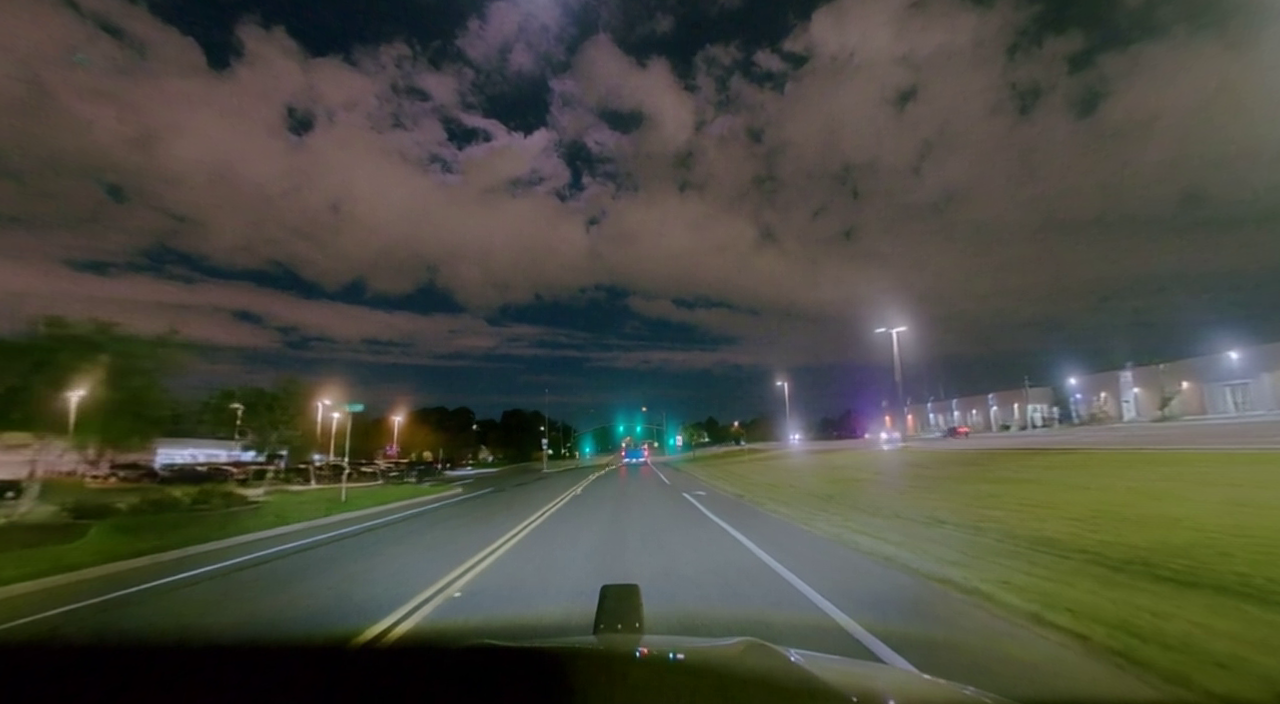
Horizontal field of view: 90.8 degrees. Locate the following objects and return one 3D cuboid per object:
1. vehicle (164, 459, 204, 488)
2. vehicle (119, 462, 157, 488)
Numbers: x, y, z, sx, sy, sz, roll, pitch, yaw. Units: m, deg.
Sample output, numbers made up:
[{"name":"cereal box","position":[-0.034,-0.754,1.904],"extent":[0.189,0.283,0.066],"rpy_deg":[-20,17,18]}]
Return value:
[{"name":"vehicle","position":[-34.668,9.196,47.955],"extent":[2.050,1.938,4.789],"rpy_deg":[7,-11,-38]},{"name":"vehicle","position":[-37.900,9.249,47.640],"extent":[2.047,1.746,4.461],"rpy_deg":[7,-11,-39]}]
